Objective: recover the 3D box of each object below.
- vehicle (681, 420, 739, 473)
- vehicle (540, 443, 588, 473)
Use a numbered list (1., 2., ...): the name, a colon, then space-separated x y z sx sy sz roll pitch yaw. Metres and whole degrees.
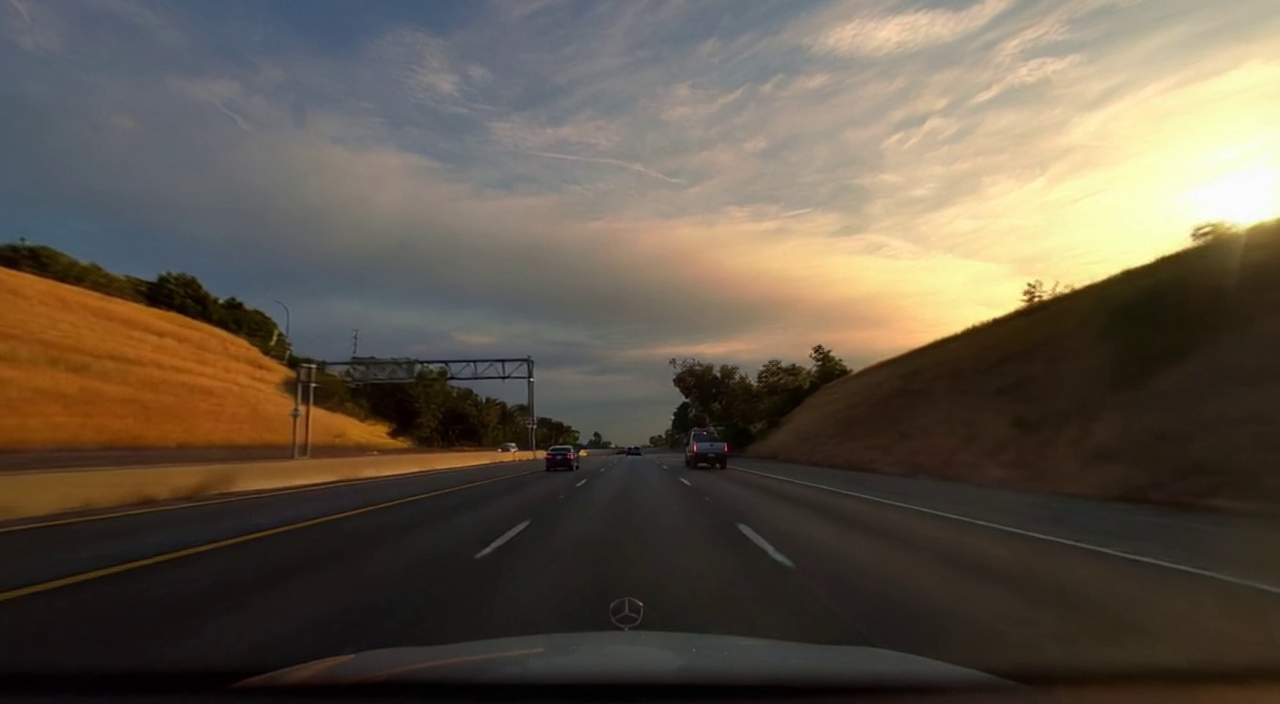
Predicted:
1. vehicle: 3.752 5.246 34.898 2.361 2.636 5.684 0 -9 -1
2. vehicle: -4.079 5.780 34.454 2.054 1.529 4.368 0 -9 1
